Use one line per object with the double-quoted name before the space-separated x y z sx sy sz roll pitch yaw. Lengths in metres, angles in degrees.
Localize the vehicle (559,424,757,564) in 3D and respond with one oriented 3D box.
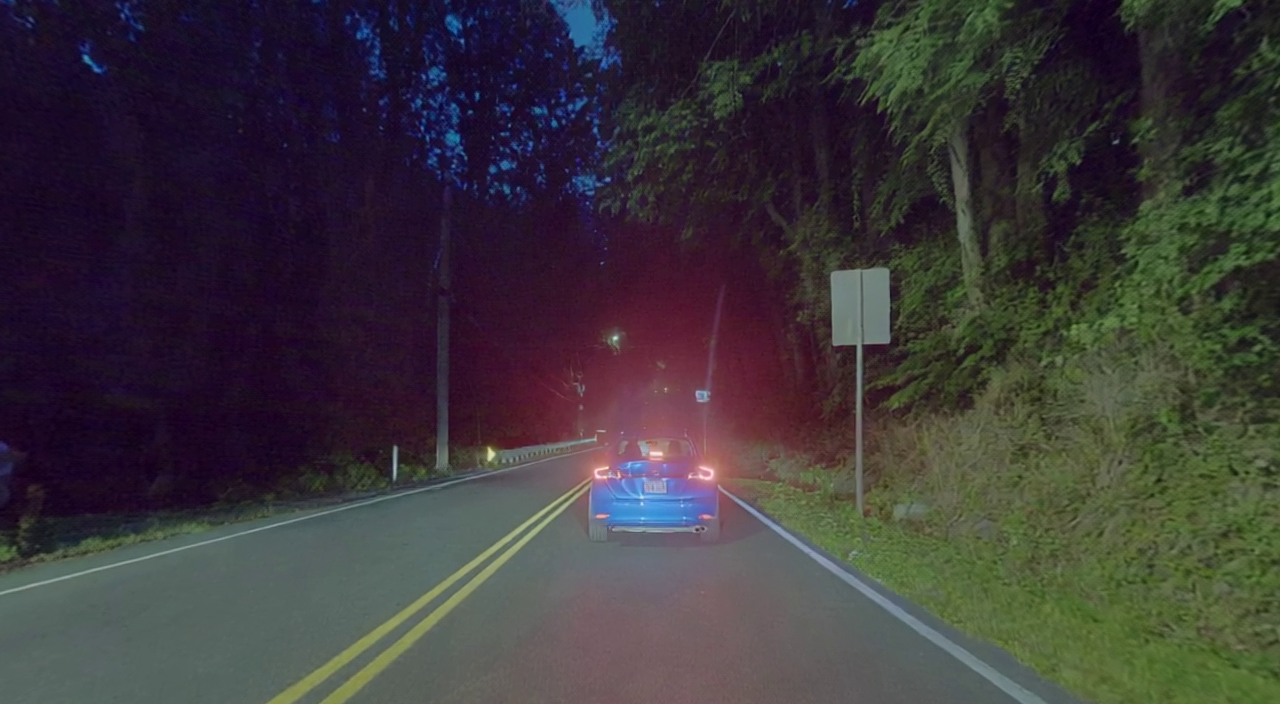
"vehicle" 0.233 1.850 8.913 2.187 1.533 3.726 0 -8 1
